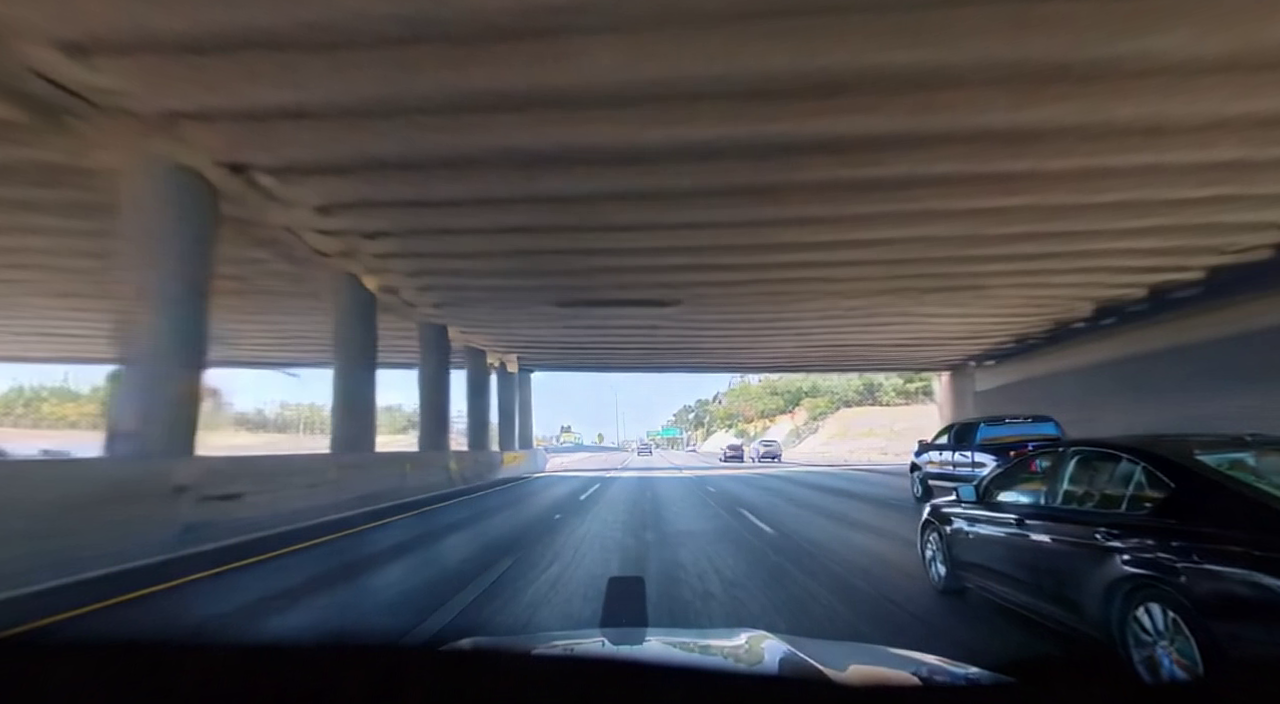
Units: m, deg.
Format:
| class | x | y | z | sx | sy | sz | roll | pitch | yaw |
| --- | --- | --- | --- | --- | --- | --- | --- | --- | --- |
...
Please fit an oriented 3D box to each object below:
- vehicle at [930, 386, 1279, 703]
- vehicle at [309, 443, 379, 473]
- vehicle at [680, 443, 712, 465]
| class | x | y | z | sx | sy | sz | roll | pitch | yaw |
| --- | --- | --- | --- | --- | --- | --- | --- | --- | --- |
| vehicle | 3.340 | 0.921 | 2.466 | 2.119 | 1.524 | 4.807 | 0 | -8 | 0 |
| vehicle | -17.878 | 6.410 | 38.407 | 2.007 | 1.727 | 4.546 | 0 | -8 | 0 |
| vehicle | 4.324 | 7.919 | 49.145 | 2.014 | 1.643 | 4.039 | 0 | -8 | -1 |
